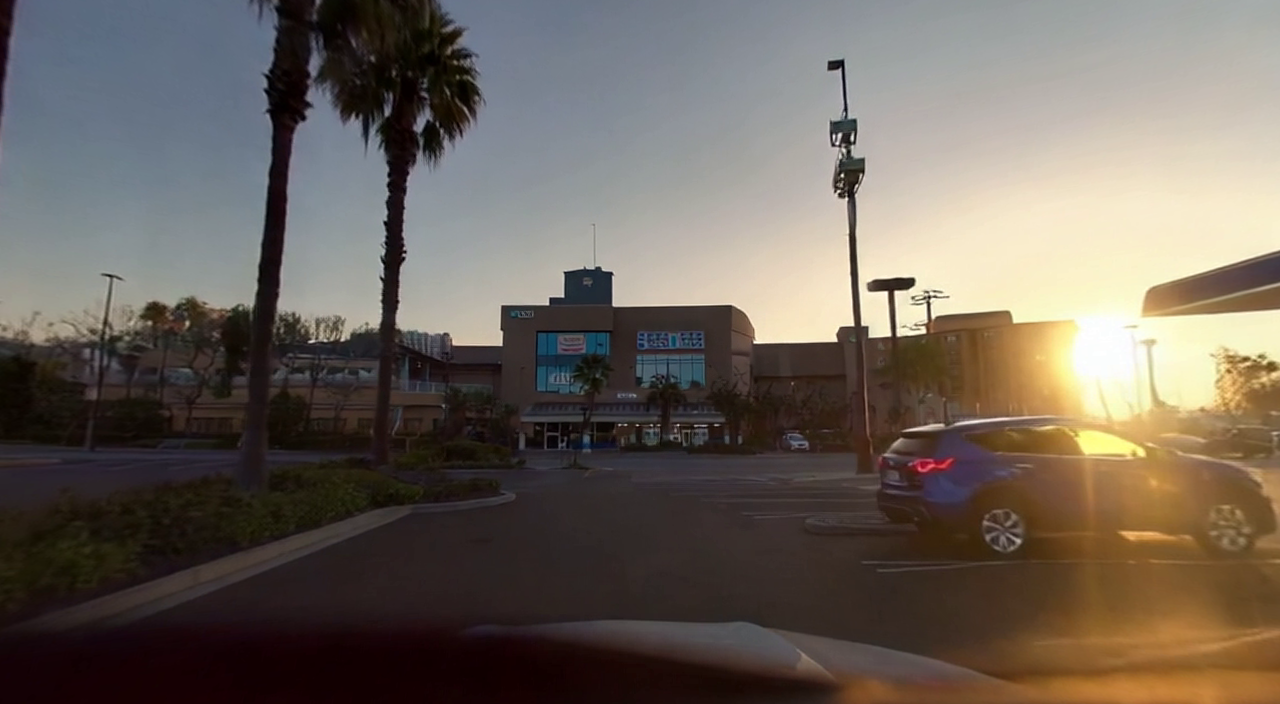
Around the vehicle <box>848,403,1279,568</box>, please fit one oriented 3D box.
[{"bbox_3d":[5.434,1.654,8.325,4.560,1.818,2.148,0,-8,-4],"label":"vehicle"}]
